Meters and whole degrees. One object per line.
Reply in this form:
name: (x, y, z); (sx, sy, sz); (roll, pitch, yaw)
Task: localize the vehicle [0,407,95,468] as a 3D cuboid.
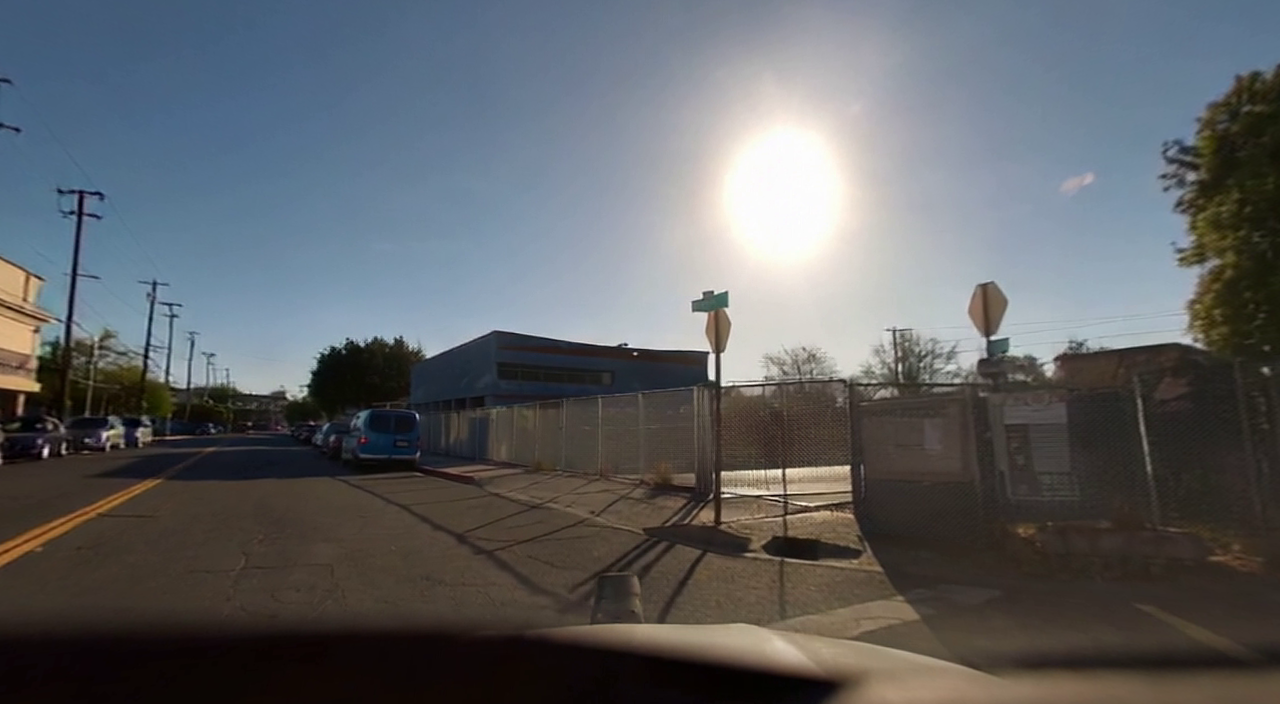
vehicle: (-21.833, 3.099, 22.713); (2.304, 1.937, 5.720); (5, -10, -30)

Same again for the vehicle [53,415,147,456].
vehicle: (-27.453, 4.337, 32.399); (2.504, 1.919, 5.658); (5, -10, -29)

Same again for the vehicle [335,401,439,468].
vehicle: (-9.091, 2.967, 22.335); (2.327, 2.021, 5.850); (5, -10, -31)
